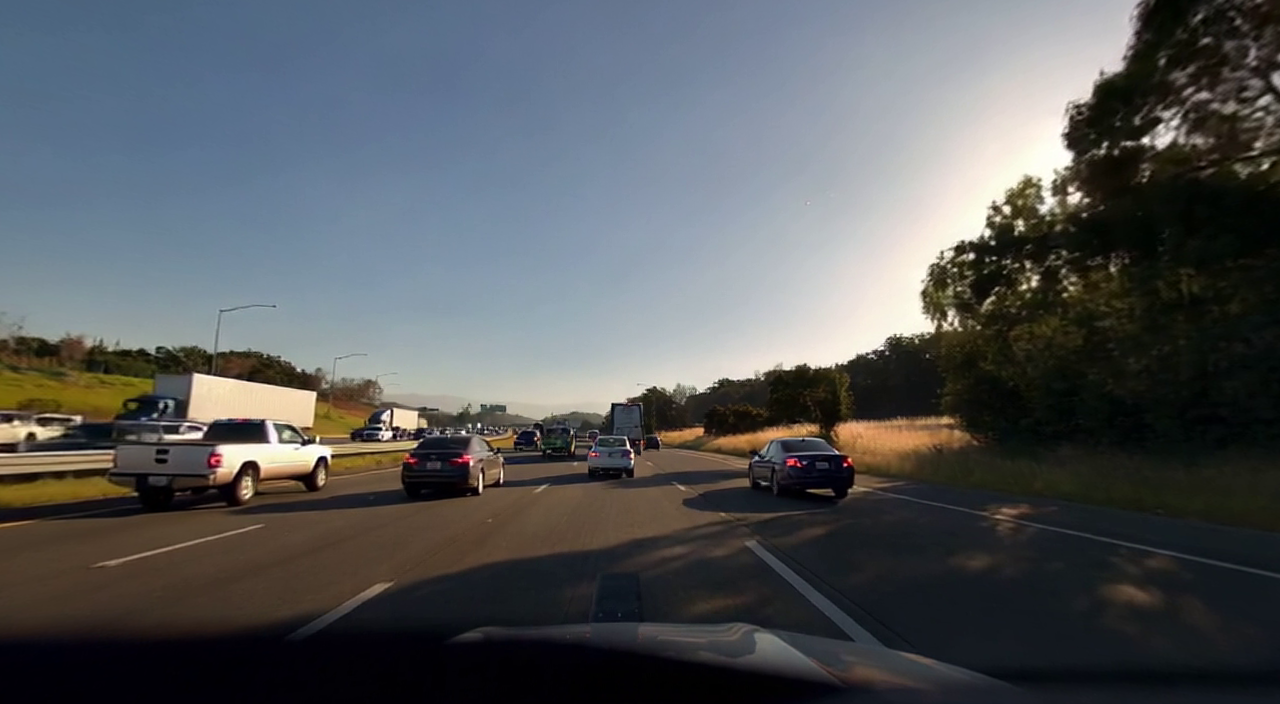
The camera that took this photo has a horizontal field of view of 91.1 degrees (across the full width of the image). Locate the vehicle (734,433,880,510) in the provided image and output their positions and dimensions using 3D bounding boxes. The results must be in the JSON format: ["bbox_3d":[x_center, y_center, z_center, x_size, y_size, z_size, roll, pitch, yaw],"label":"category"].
[{"bbox_3d":[3.583,2.620,14.467,1.981,1.474,4.396,0,-8,-2],"label":"vehicle"}]

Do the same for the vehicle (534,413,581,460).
[{"bbox_3d":[-4.972,5.218,38.685,2.303,2.610,6.579,0,-8,-3],"label":"vehicle"}]

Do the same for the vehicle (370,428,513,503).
[{"bbox_3d":[-4.475,2.610,14.992,2.046,1.493,4.384,0,-8,-1],"label":"vehicle"}]

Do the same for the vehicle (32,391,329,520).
[{"bbox_3d":[-8.181,1.892,11.977,2.158,1.943,4.662,0,-8,-1],"label":"vehicle"}]

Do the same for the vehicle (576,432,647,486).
[{"bbox_3d":[-0.859,3.257,19.506,1.980,1.478,3.758,0,-8,-2],"label":"vehicle"}]

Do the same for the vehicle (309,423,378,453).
[{"bbox_3d":[-16.024,4.676,34.251,1.831,1.512,4.273,0,-8,-2],"label":"vehicle"}]
